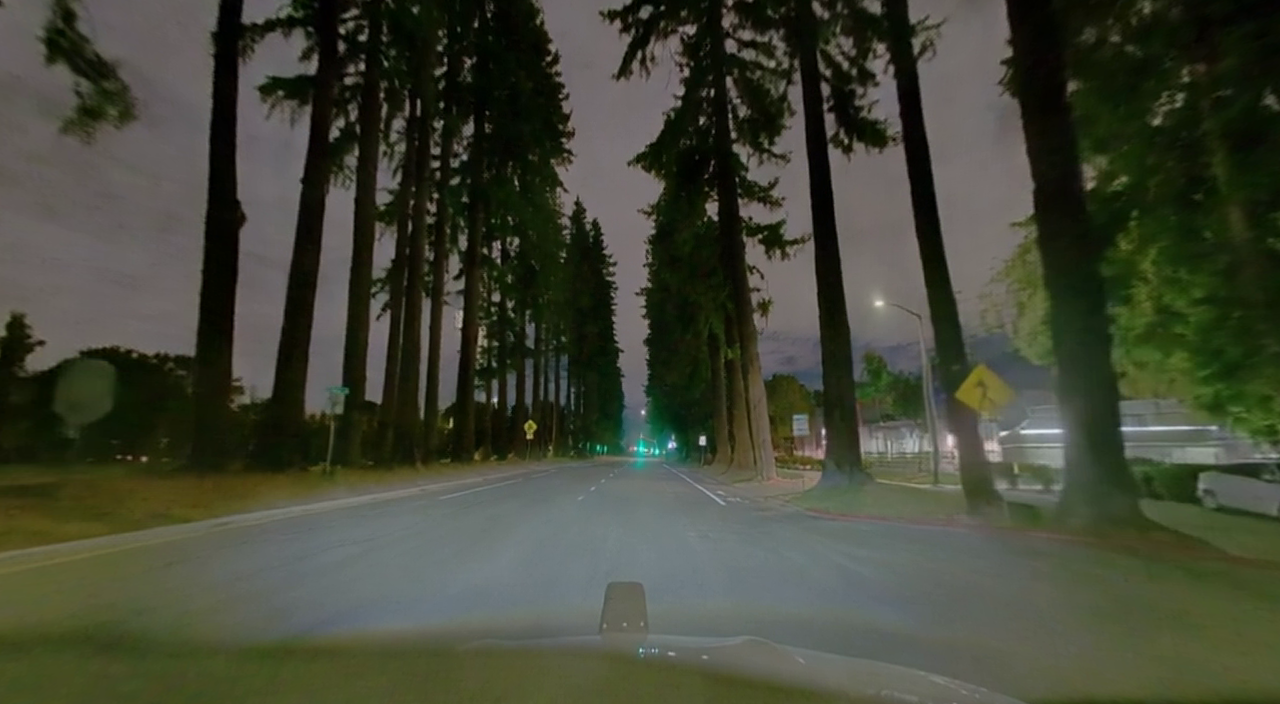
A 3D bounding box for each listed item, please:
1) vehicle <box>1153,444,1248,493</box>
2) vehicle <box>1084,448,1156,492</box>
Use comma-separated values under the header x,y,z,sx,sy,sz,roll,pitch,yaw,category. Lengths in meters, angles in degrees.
x,y,z,sx,sy,sz,roll,pitch,yaw,category
22.621,4.651,25.619,1.884,1.773,3.887,-5,-9,28,vehicle
20.089,4.890,26.548,1.958,1.644,4.527,-5,-10,32,vehicle
